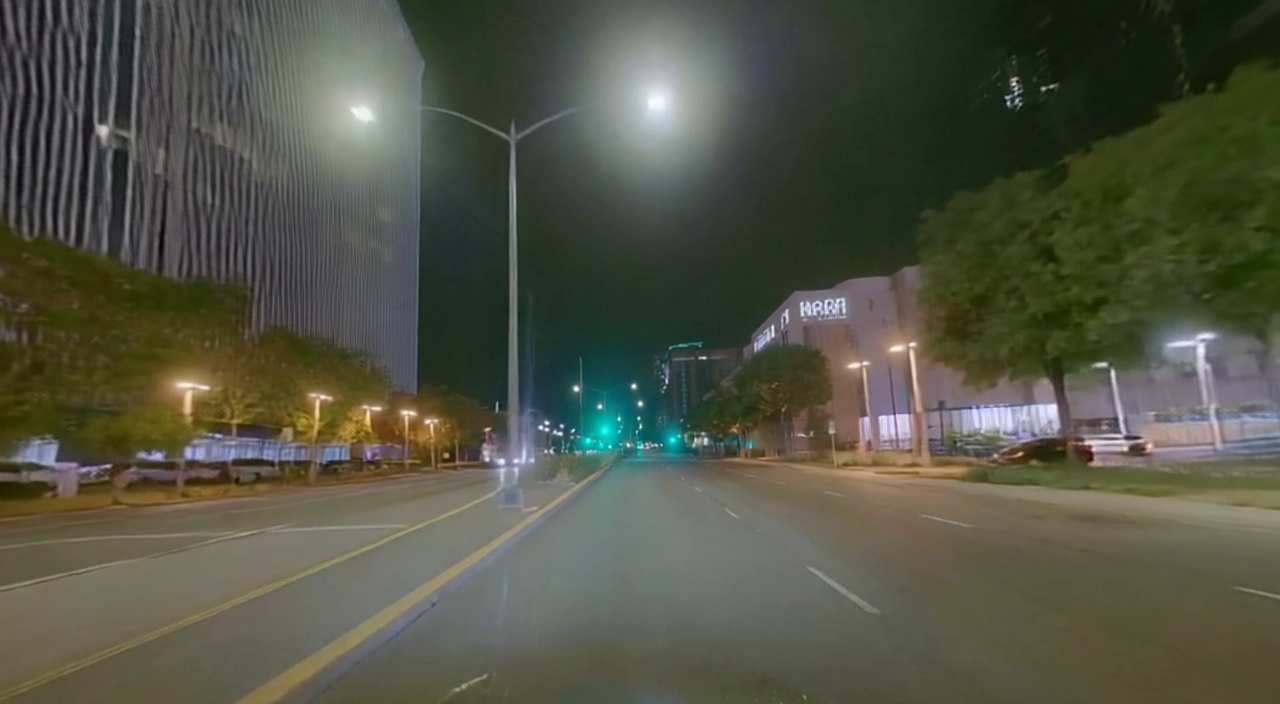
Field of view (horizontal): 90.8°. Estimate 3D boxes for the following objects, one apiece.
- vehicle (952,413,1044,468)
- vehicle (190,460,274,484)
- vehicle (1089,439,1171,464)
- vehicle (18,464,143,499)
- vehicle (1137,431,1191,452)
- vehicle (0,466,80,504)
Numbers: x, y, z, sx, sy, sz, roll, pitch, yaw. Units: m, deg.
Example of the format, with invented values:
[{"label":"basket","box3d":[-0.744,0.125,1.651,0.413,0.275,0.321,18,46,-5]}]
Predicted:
[{"label":"vehicle","box3d":[25.746,6.480,45.949,2.724,3.646,7.111,0,-9,3]},{"label":"vehicle","box3d":[-27.164,7.957,42.134,4.457,1.425,2.027,6,-11,-36]},{"label":"vehicle","box3d":[29.983,6.116,38.804,1.748,1.435,3.949,0,-9,-1]},{"label":"vehicle","box3d":[-27.492,6.312,31.149,4.391,1.476,1.871,8,-12,-42]},{"label":"vehicle","box3d":[40.153,6.911,48.521,1.961,1.523,4.094,-3,-10,22]},{"label":"vehicle","box3d":[-27.504,5.771,27.422,4.633,1.454,1.909,8,-11,-41]}]
